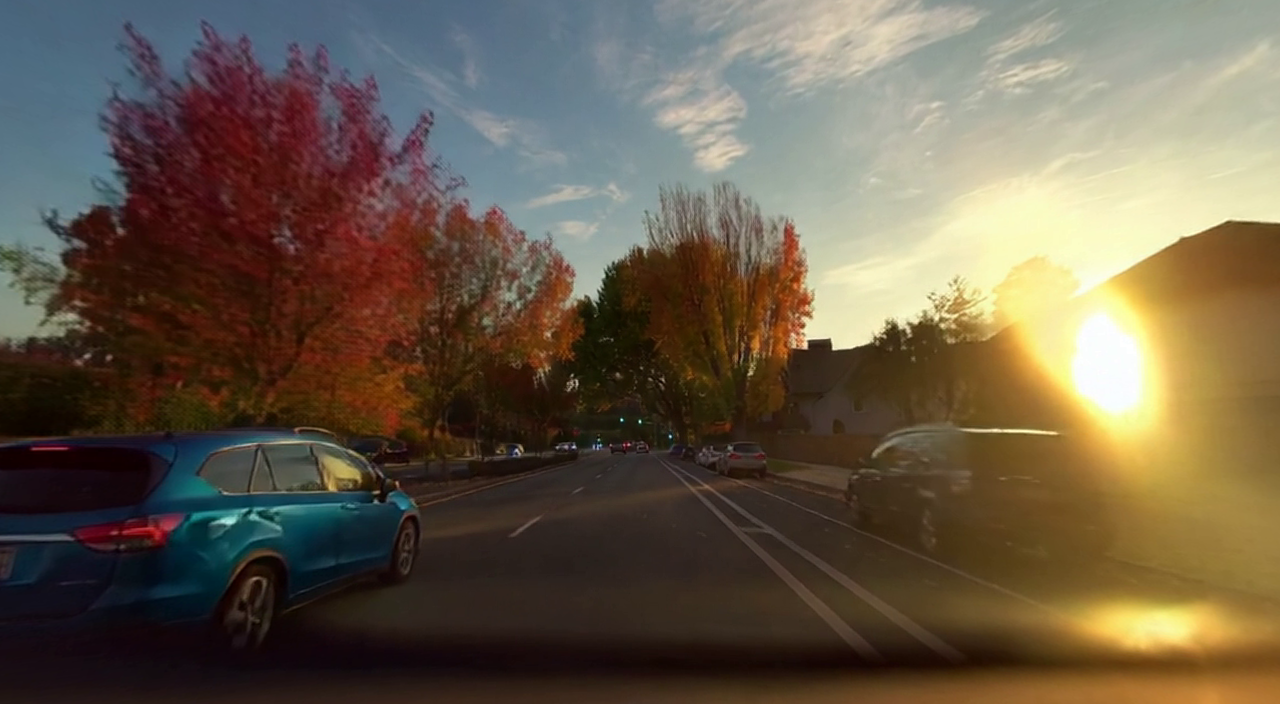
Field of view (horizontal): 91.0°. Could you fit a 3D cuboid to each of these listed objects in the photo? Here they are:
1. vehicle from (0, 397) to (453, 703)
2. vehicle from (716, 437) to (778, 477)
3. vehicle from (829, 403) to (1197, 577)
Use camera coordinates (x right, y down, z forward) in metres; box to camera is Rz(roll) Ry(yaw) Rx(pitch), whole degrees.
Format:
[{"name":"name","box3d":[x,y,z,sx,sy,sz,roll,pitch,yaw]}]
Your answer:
[{"name":"vehicle","box3d":[-3.193,1.268,4.947,1.982,1.478,4.465,0,-9,1]},{"name":"vehicle","box3d":[4.877,4.872,29.319,2.014,1.700,4.369,1,-9,-1]},{"name":"vehicle","box3d":[4.768,1.875,9.507,2.164,1.793,5.671,0,-9,1]}]
